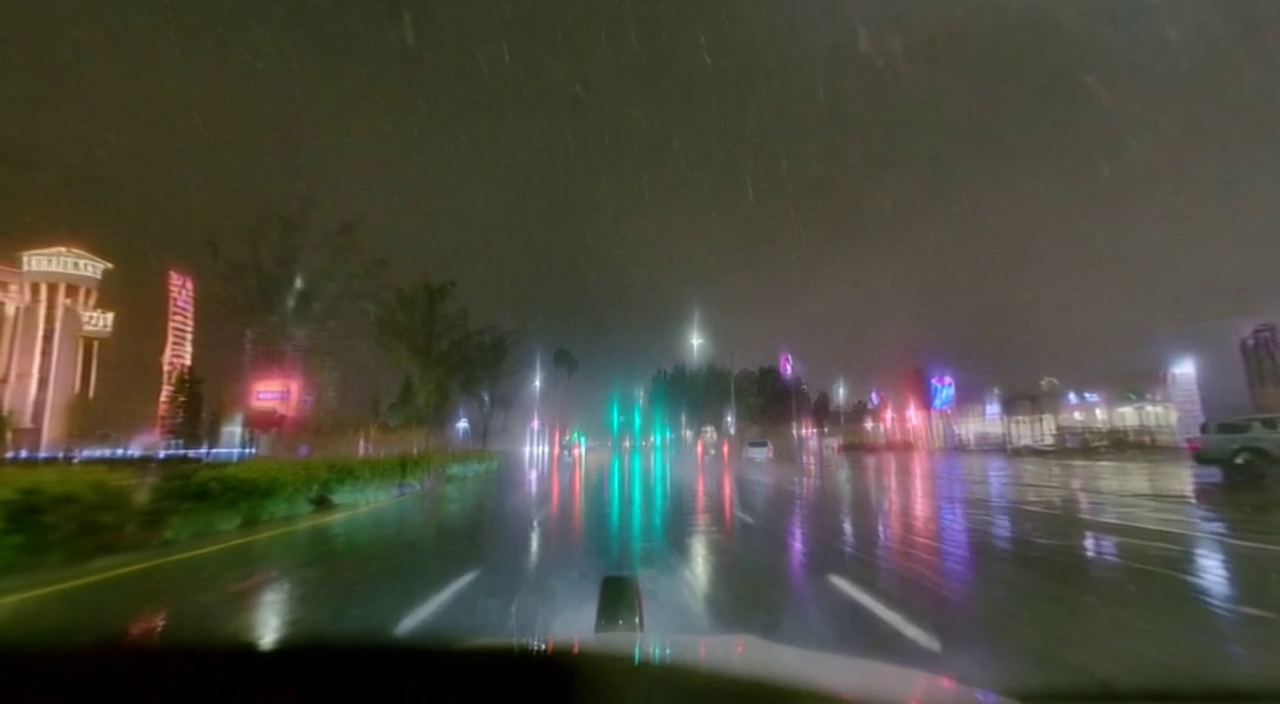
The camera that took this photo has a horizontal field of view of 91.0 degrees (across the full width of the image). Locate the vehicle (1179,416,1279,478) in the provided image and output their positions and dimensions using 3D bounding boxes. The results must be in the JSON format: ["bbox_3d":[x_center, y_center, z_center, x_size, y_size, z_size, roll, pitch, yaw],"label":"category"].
[{"bbox_3d":[17.386,2.454,16.345,2.136,1.567,4.816,0,-10,-7],"label":"vehicle"}]

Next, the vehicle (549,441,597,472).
[{"bbox_3d":[-3.339,5.277,32.035,2.005,1.477,4.169,0,-8,0],"label":"vehicle"}]

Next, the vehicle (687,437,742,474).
[{"bbox_3d":[3.681,5.188,31.829,2.083,1.743,4.354,0,-8,-3],"label":"vehicle"}]

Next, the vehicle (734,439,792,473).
[{"bbox_3d":[6.745,5.734,34.957,2.182,1.744,4.600,0,-8,-1],"label":"vehicle"}]
